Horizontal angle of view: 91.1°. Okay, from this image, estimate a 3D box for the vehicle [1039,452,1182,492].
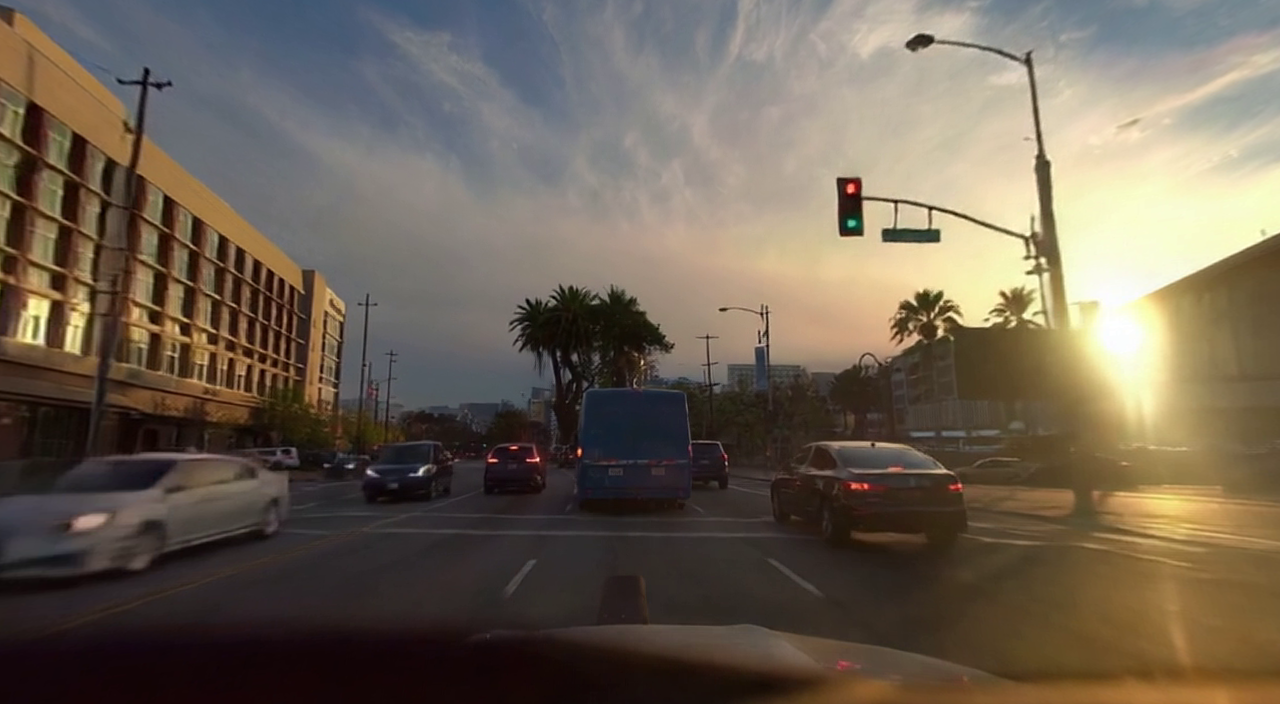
[{"bbox_3d":[20.839,5.295,28.054,1.819,1.498,4.664,4,-9,-26],"label":"vehicle"}]

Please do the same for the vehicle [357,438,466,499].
[{"bbox_3d":[-7.107,3.611,20.081,2.165,1.690,4.322,0,-8,-5],"label":"vehicle"}]

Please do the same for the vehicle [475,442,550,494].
[{"bbox_3d":[-4.267,3.913,21.766,2.033,1.555,4.408,0,-8,-5],"label":"vehicle"}]

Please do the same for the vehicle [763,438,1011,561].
[{"bbox_3d":[3.568,2.171,10.248,1.978,1.507,4.636,0,-8,-3],"label":"vehicle"}]

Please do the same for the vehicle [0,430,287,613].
[{"bbox_3d":[-6.126,1.699,7.299,1.801,1.524,3.974,0,-8,-1],"label":"vehicle"}]

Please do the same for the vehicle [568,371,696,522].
[{"bbox_3d":[-0.440,2.262,15.502,2.517,2.926,6.177,1,-8,-5],"label":"vehicle"}]
